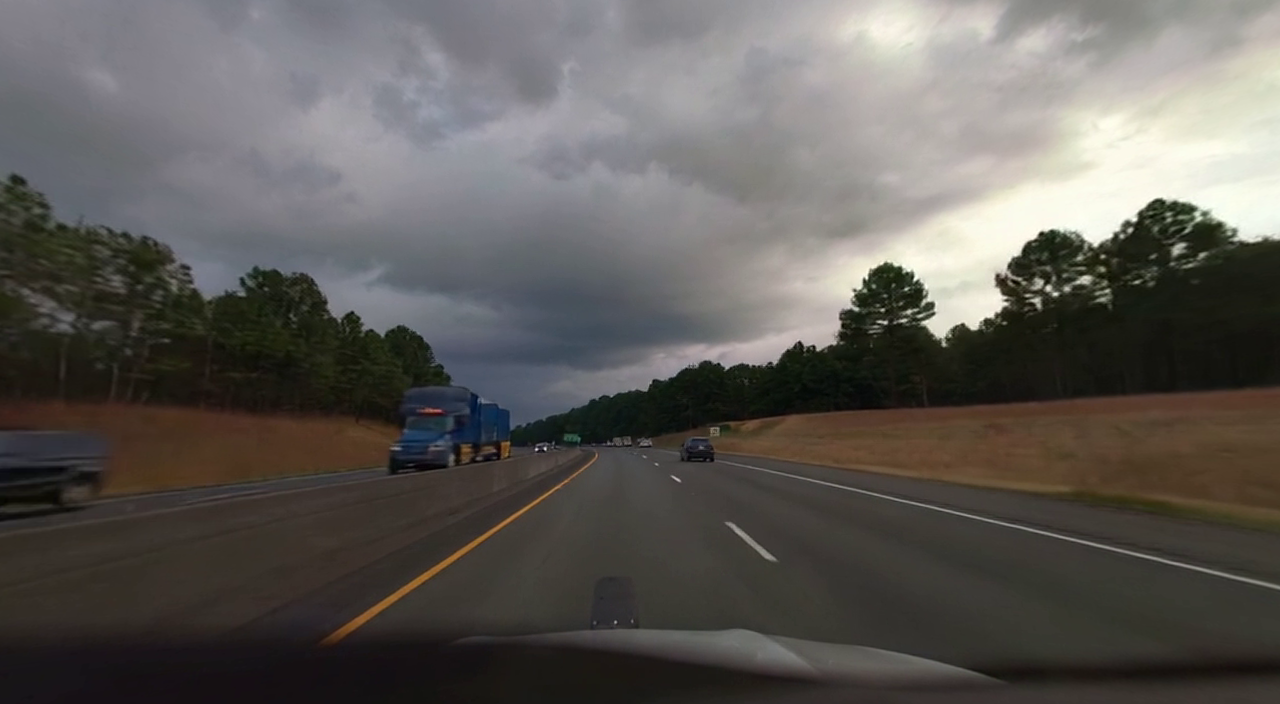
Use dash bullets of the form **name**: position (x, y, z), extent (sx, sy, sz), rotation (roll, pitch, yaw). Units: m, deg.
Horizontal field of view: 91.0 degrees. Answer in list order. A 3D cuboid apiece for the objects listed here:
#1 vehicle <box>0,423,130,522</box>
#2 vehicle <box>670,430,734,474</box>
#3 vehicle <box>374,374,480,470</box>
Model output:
- **vehicle**: position (-11.663, 2.199, 11.768), extent (1.738, 1.644, 2.951), rotation (0, -8, -2)
- **vehicle**: position (2.515, 4.162, 26.396), extent (2.043, 1.673, 4.016), rotation (0, -8, -3)
- **vehicle**: position (-9.406, 3.236, 28.545), extent (3.005, 3.886, 5.711), rotation (0, -8, -3)
